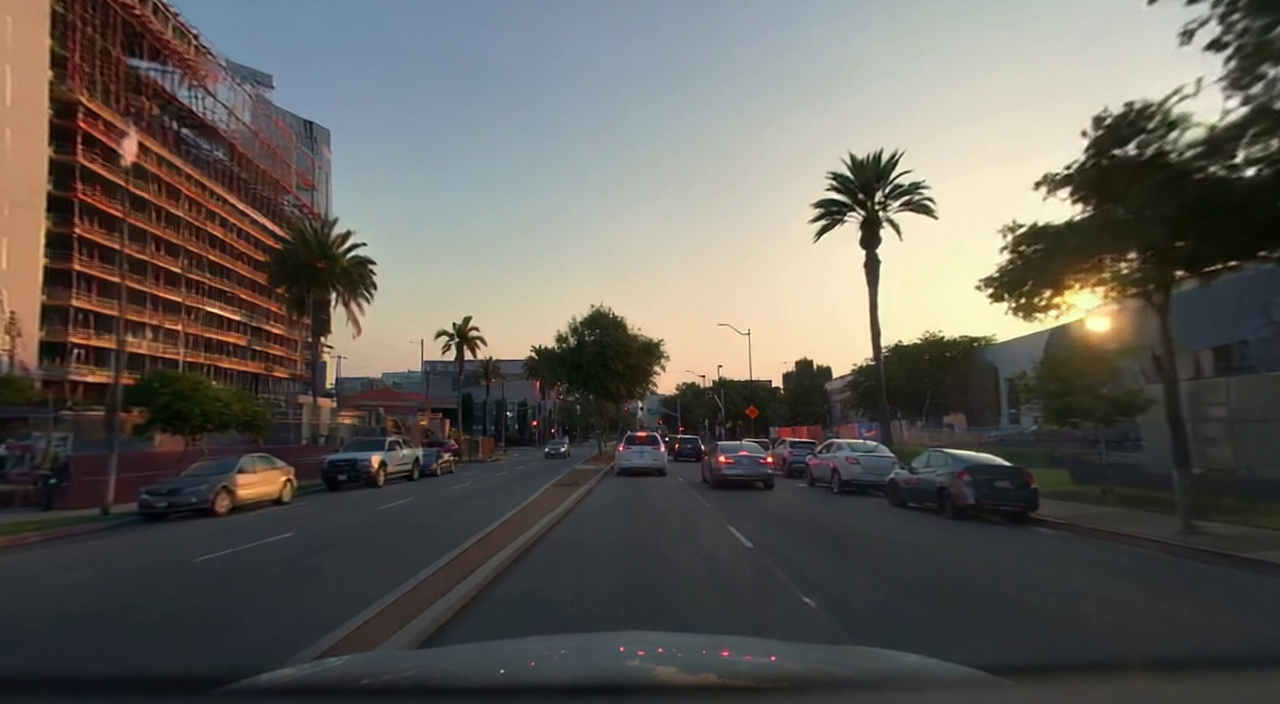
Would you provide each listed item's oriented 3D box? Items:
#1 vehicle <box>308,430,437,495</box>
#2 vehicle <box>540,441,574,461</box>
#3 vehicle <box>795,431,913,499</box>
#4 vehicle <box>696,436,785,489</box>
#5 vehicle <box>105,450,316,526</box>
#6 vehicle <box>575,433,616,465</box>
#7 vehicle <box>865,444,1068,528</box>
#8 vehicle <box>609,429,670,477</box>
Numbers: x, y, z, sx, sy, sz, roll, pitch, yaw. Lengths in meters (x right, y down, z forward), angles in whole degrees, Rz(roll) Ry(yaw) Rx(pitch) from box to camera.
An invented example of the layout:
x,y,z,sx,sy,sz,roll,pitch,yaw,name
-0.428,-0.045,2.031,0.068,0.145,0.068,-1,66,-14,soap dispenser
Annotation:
x,y,z,sx,sy,sz,roll,pitch,yaw,name
-10.045,4.260,24.397,2.294,1.948,6.025,-6,-10,0,vehicle
-6.530,7.805,49.982,2.020,1.486,4.363,0,-8,1,vehicle
6.290,3.349,19.182,1.886,1.792,4.525,0,-8,-1,vehicle
3.025,3.425,19.893,1.999,1.487,3.939,0,-8,-2,vehicle
-9.942,3.142,15.225,1.804,1.478,4.734,0,-8,-1,vehicle
-2.687,5.989,39.105,2.180,1.879,4.452,0,-8,1,vehicle
6.439,2.646,13.145,1.819,1.435,4.337,0,-8,-1,vehicle
-0.030,4.130,26.057,2.264,1.798,4.258,0,-8,0,vehicle
